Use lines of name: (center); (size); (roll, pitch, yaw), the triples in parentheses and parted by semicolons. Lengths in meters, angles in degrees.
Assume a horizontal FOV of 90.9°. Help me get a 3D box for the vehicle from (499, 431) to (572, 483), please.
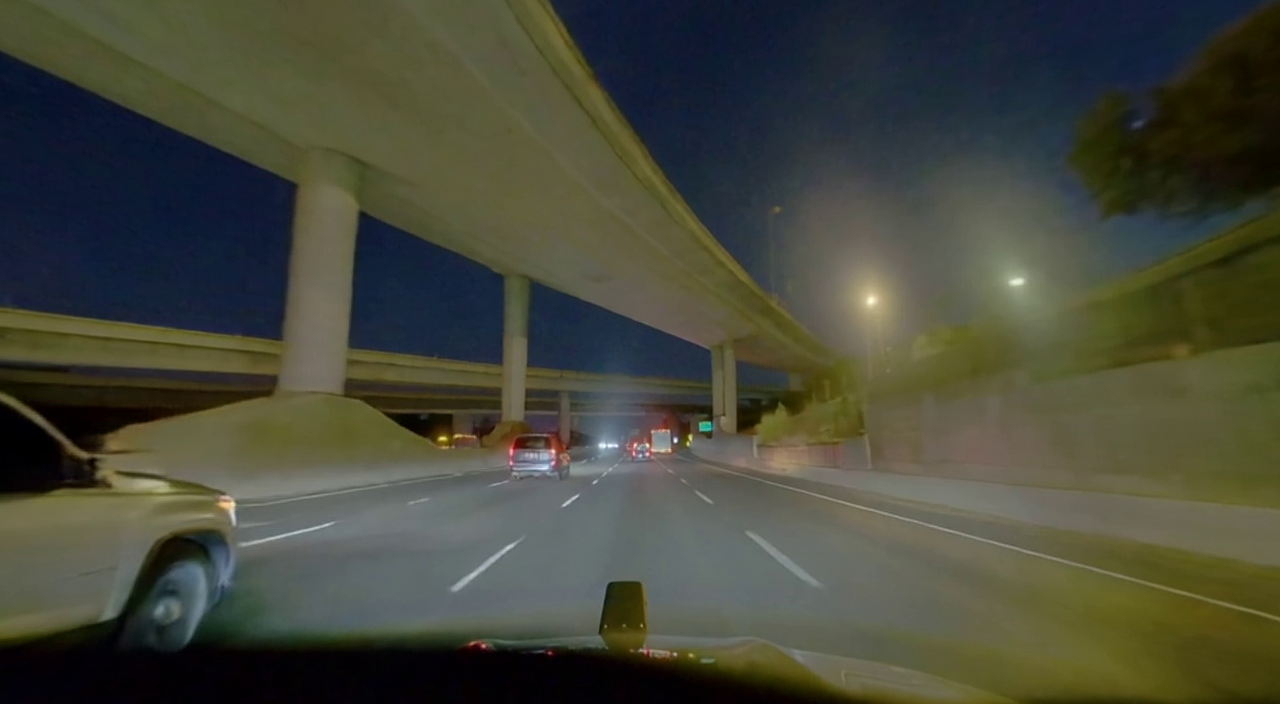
vehicle: (-4.167, 4.318, 26.022); (2.147, 1.918, 4.834); (0, -9, 0)

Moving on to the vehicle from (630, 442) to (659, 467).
vehicle: (0.267, 7.500, 46.070); (2.052, 1.711, 4.223); (0, -9, -1)

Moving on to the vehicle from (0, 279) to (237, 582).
vehicle: (-7.620, 0.658, 5.464); (2.872, 2.890, 7.923); (0, -9, 1)
